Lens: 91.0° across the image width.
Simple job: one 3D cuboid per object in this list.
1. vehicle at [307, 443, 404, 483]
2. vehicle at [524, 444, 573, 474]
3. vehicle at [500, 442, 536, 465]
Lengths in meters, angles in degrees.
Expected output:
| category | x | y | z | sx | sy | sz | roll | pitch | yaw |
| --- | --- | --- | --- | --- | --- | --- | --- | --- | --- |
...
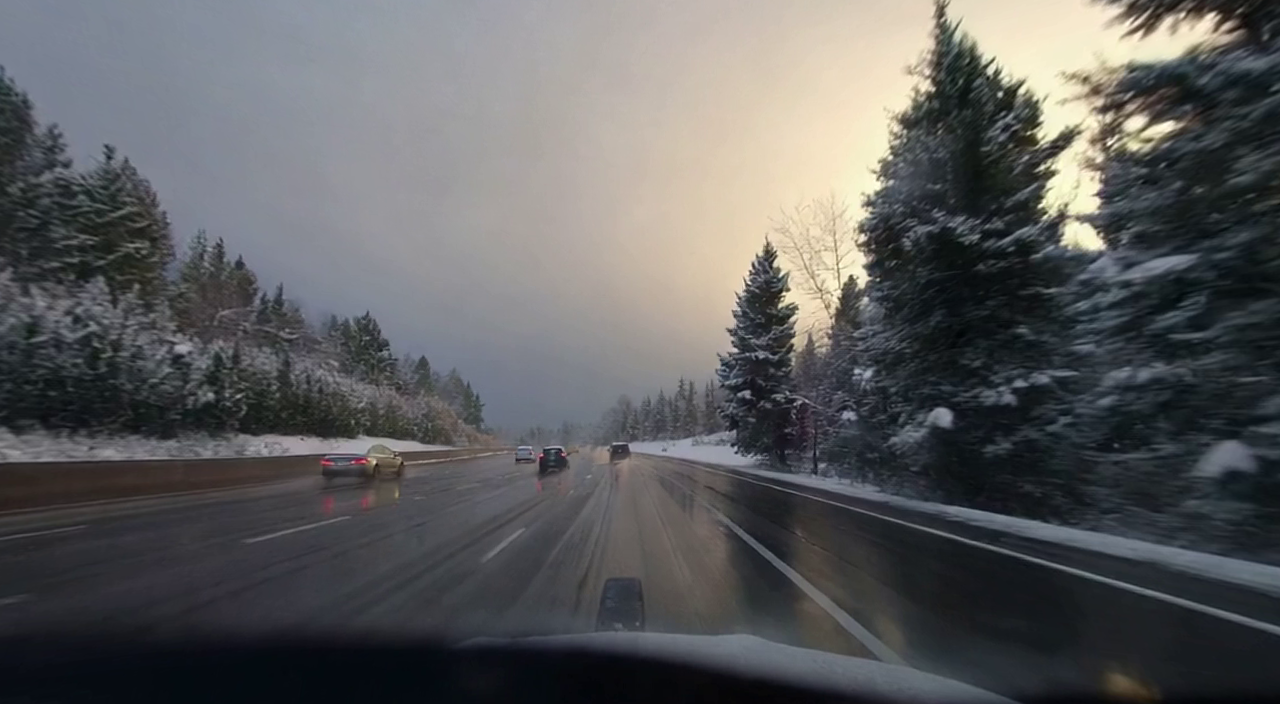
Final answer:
| category | x | y | z | sx | sy | sz | roll | pitch | yaw |
| --- | --- | --- | --- | --- | --- | --- | --- | --- | --- |
| vehicle | -11.506 | 4.507 | 25.884 | 1.960 | 1.487 | 4.593 | 0 | -9 | -2 |
| vehicle | -4.721 | 5.579 | 33.047 | 2.120 | 1.458 | 4.031 | 0 | -9 | -2 |
| vehicle | -9.080 | 7.582 | 47.211 | 2.015 | 1.608 | 4.294 | 0 | -9 | -3 |
